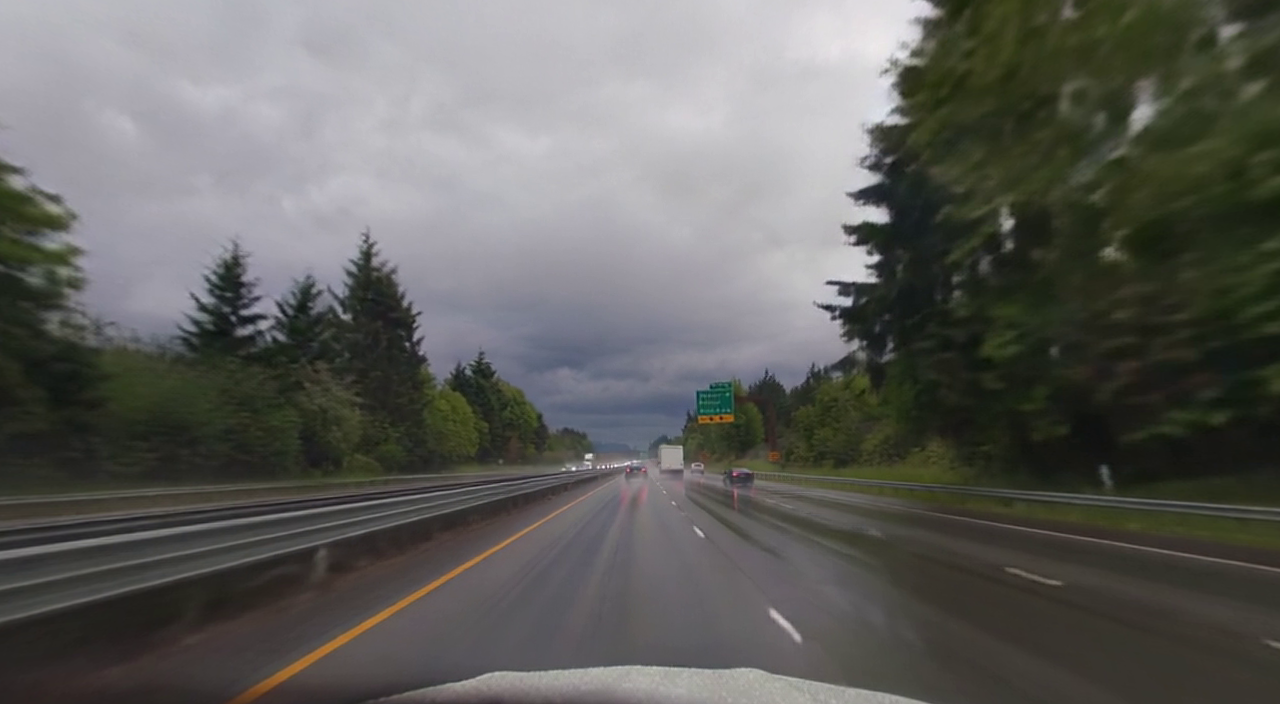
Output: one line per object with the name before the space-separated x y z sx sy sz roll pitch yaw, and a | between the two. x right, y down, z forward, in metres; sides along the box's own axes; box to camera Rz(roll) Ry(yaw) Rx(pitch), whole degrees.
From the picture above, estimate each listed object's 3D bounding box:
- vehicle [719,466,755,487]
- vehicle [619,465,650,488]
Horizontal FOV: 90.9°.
vehicle | 7.391 9.495 48.254 1.977 1.494 4.311 1 -10 -2
vehicle | -0.385 8.602 43.740 2.025 1.452 3.927 1 -10 -1
